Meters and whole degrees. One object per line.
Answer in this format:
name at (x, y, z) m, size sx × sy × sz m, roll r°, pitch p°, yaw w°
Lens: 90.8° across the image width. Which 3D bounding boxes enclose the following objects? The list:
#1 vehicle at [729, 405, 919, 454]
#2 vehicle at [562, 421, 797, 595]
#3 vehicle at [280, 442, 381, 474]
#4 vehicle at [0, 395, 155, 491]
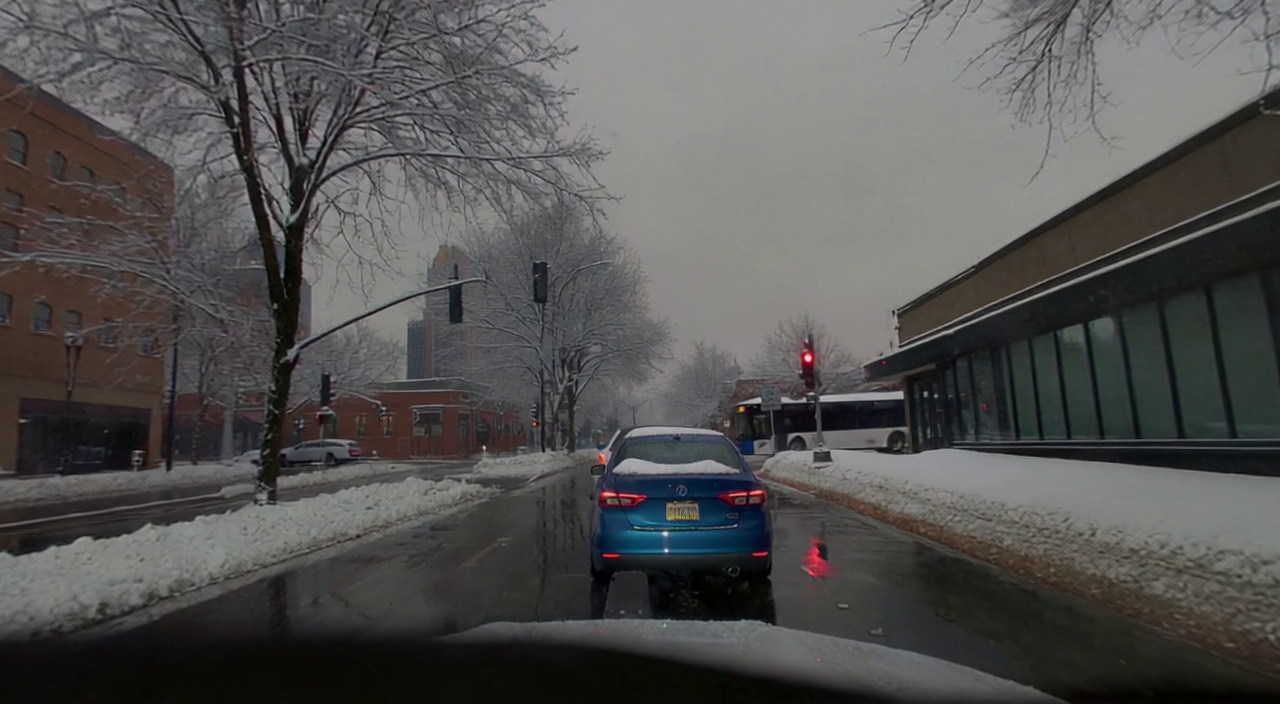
vehicle at (14.082, 6.073, 49.293) m, size 13.811 × 3.706 × 2.997 m, roll 0°, pitch -9°, yaw 0°
vehicle at (0.374, 1.626, 7.384) m, size 2.006 × 1.470 × 3.799 m, roll 0°, pitch -8°, yaw 1°
vehicle at (-17.208, 5.899, 35.306) m, size 1.892 × 1.645 × 4.561 m, roll -7°, pitch -11°, yaw 39°
vehicle at (-25.950, 3.645, 25.324) m, size 2.692 × 3.685 × 10.153 m, roll -3°, pitch -9°, yaw 20°
